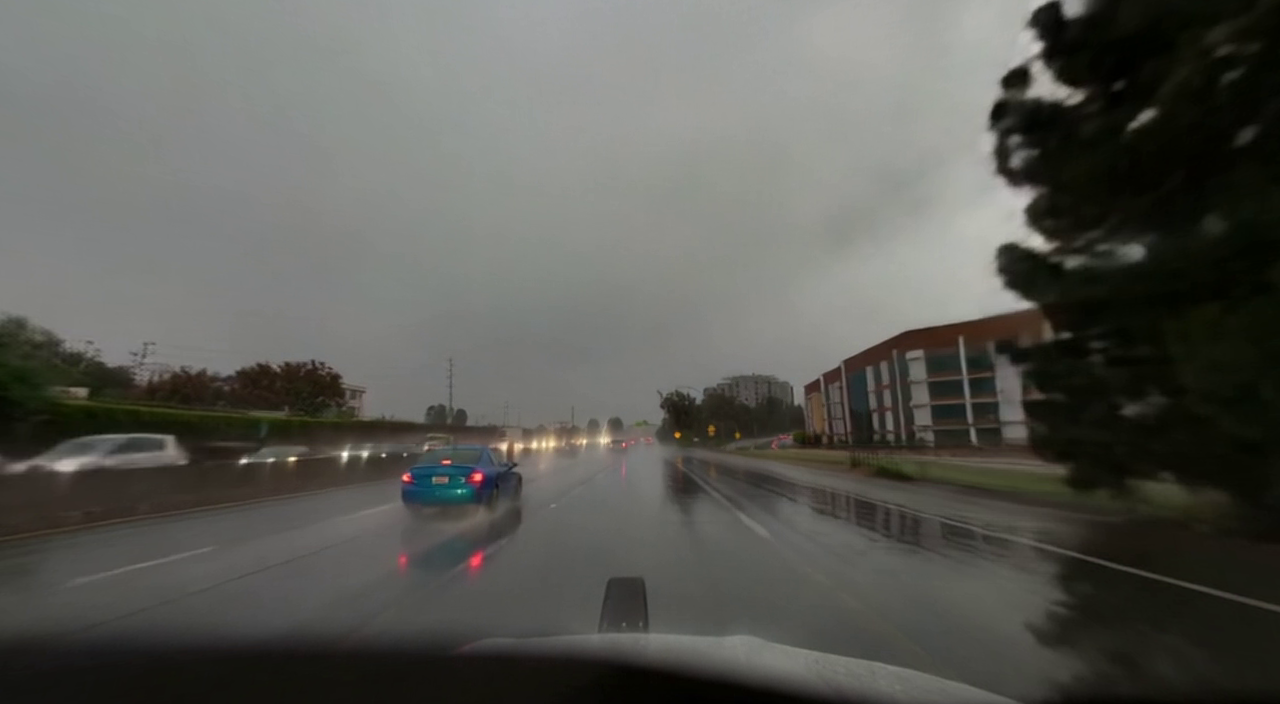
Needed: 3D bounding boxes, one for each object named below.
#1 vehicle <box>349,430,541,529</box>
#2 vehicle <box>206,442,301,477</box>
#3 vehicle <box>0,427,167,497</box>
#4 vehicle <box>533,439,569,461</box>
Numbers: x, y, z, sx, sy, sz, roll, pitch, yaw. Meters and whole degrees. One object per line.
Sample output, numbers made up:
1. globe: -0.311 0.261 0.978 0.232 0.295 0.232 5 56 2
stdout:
1. vehicle: -3.519 2.411 12.613 2.144 1.565 4.951 0 -8 2
2. vehicle: -21.286 5.894 34.992 2.057 1.785 4.964 0 -8 1
3. vehicle: -17.090 3.206 18.759 2.108 1.795 4.913 0 -8 1
4. vehicle: -6.907 7.679 49.476 2.118 1.675 4.395 0 -8 1
